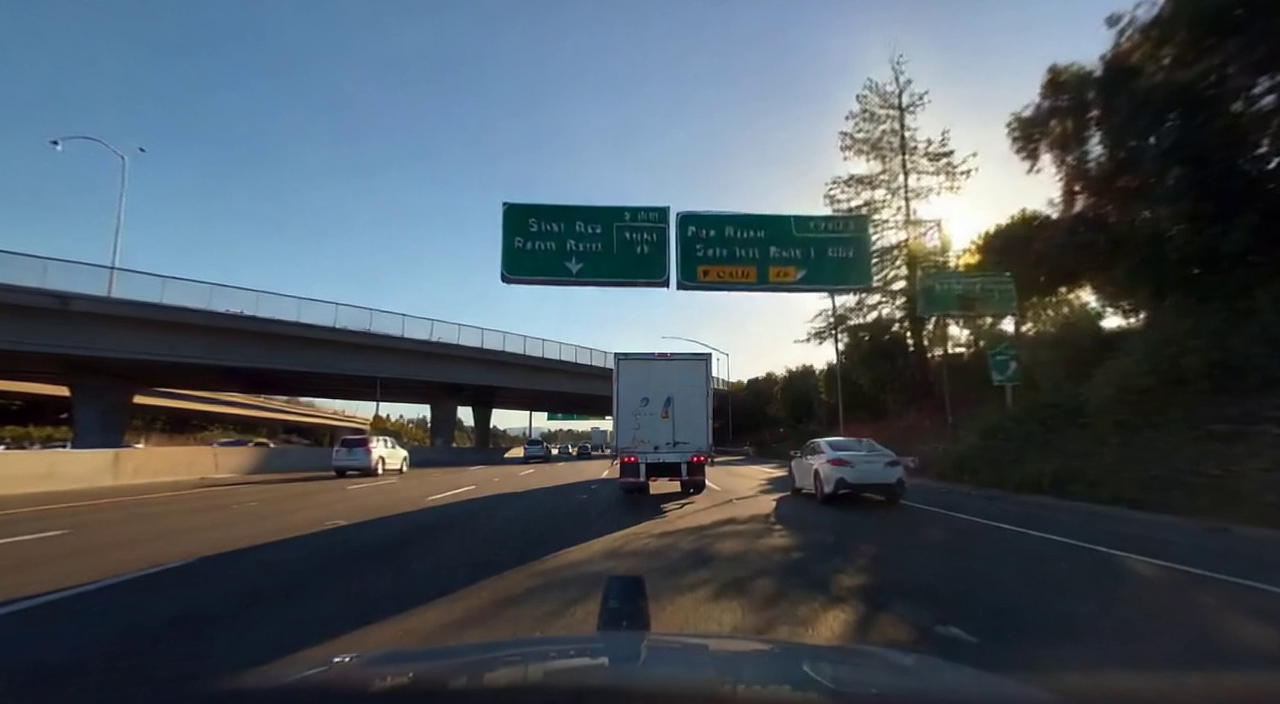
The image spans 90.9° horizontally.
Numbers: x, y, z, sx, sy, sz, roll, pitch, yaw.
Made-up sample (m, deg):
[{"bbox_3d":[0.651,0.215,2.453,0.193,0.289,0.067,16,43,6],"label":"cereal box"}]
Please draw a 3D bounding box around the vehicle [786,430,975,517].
[{"bbox_3d":[4.786,2.492,13.489,2.108,1.508,4.744,0,-9,-1],"label":"vehicle"}]

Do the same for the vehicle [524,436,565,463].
[{"bbox_3d":[-6.768,7.004,45.229,2.125,1.793,4.892,0,-9,0],"label":"vehicle"}]

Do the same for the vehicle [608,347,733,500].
[{"bbox_3d":[0.629,2.466,20.246,2.916,3.584,10.841,0,-9,-1],"label":"vehicle"}]

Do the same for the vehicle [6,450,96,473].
[{"bbox_3d":[-42.977,7.955,46.198,1.828,1.569,5.192,1,-9,-3],"label":"vehicle"}]

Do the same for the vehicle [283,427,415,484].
[{"bbox_3d":[-10.221,3.701,22.770,2.217,1.797,5.226,0,-9,0],"label":"vehicle"}]
